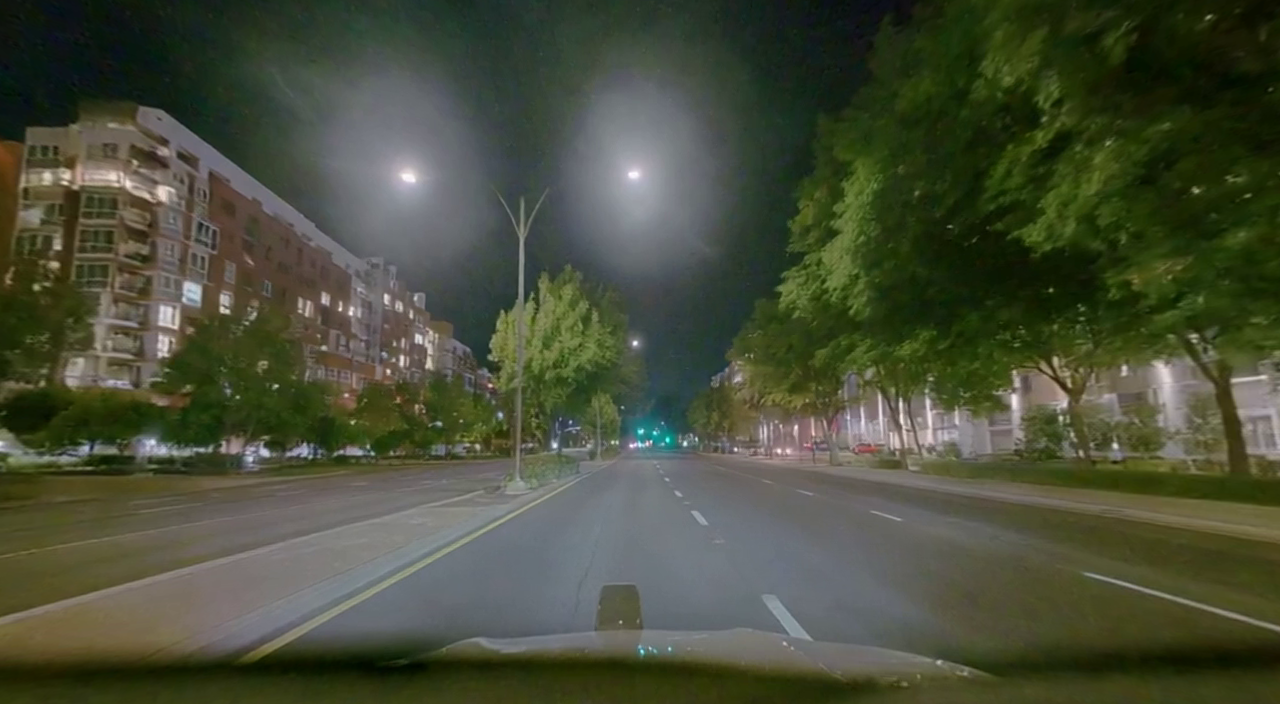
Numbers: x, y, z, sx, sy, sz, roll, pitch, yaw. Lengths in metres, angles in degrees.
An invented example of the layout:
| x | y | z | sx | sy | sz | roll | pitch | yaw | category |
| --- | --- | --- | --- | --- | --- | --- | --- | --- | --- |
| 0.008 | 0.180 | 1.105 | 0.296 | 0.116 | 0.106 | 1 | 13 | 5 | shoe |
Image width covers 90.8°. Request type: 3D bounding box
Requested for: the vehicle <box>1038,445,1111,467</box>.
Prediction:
| x | y | z | sx | sy | sz | roll | pitch | yaw | category |
| --- | --- | --- | --- | --- | --- | --- | --- | --- | --- |
| 33.040 | 7.919 | 48.160 | 4.103 | 1.574 | 1.888 | 0 | -9 | 1 | vehicle |

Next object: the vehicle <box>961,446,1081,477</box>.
| x | y | z | sx | sy | sz | roll | pitch | yaw | category |
| --- | --- | --- | --- | --- | --- | --- | --- | --- | --- |
| 20.176 | 5.797 | 33.615 | 4.983 | 1.542 | 2.099 | 0 | -9 | 1 | vehicle |
